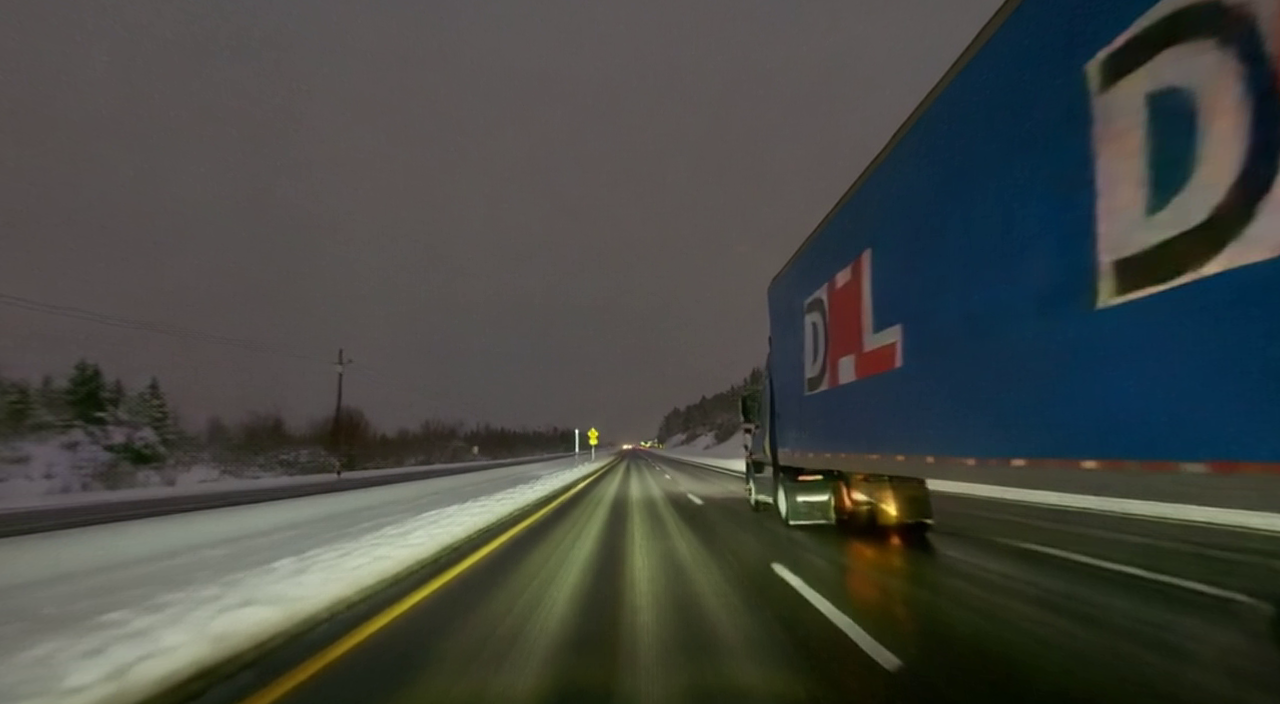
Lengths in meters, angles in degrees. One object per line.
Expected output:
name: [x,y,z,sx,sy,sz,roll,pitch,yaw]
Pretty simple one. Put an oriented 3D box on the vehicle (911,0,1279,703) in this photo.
vehicle: [3.787,-0.572,1.036,2.879,4.075,8.126,0,-9,-1]
